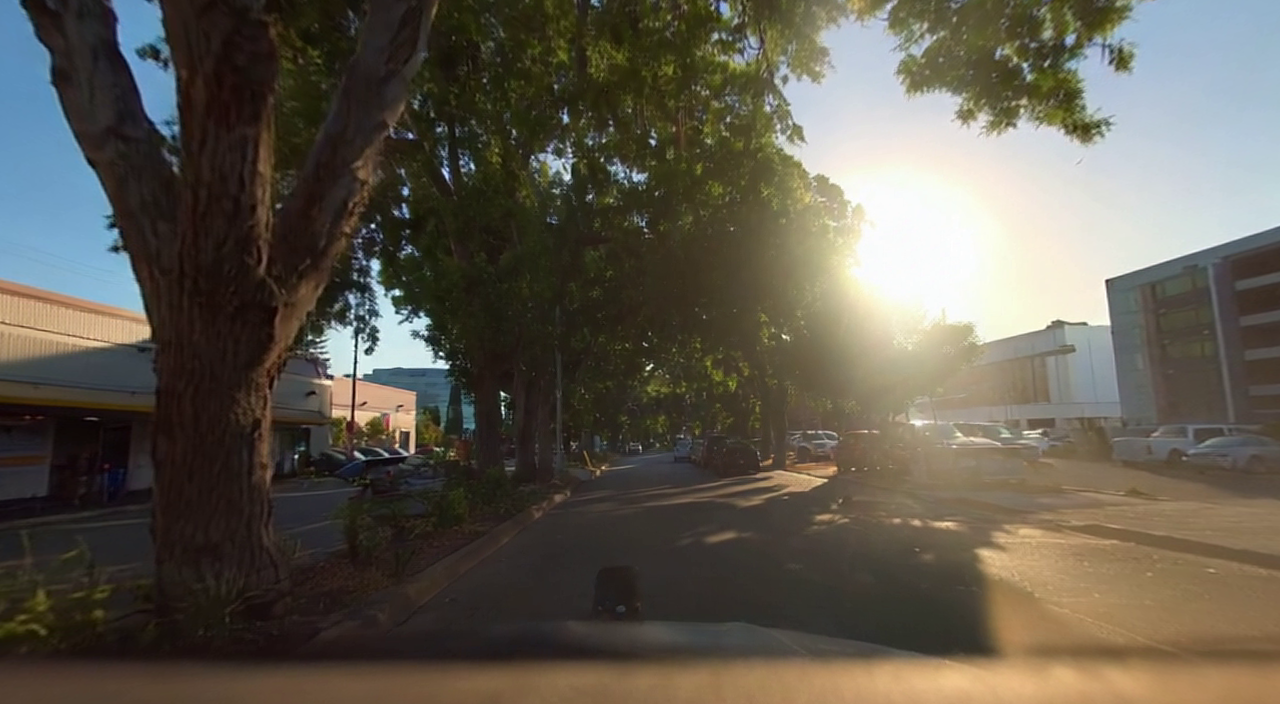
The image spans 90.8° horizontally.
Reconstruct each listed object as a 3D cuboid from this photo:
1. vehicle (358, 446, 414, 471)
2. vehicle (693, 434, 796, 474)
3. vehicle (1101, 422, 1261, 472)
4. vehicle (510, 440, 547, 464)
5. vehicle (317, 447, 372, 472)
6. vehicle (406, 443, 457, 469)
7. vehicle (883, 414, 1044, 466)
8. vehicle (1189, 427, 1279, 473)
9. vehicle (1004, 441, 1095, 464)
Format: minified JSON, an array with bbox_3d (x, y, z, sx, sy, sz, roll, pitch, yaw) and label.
[{"bbox_3d":[-17.327,7.255,43.326,1.850,1.531,4.256,0,-8,3],"label":"vehicle"},{"bbox_3d":[4.929,4.761,29.570,4.626,1.723,1.939,5,-10,-33],"label":"vehicle"},{"bbox_3d":[25.516,4.491,29.941,5.596,2.168,2.307,2,-8,-4],"label":"vehicle"},{"bbox_3d":[-7.994,7.232,45.731,1.993,1.640,4.457,0,-8,-1],"label":"vehicle"},{"bbox_3d":[-20.329,7.377,43.676,1.880,1.617,3.870,0,-8,1],"label":"vehicle"},{"bbox_3d":[-14.472,7.191,44.036,1.888,1.657,4.138,0,-8,4],"label":"vehicle"},{"bbox_3d":[13.557,3.730,26.748,5.540,2.045,2.259,0,-8,-2],"label":"vehicle"},{"bbox_3d":[26.356,4.114,26.545,4.591,1.808,2.016,0,-9,0],"label":"vehicle"},{"bbox_3d":[26.214,6.428,40.505,4.558,1.452,1.790,0,-8,-2],"label":"vehicle"}]
